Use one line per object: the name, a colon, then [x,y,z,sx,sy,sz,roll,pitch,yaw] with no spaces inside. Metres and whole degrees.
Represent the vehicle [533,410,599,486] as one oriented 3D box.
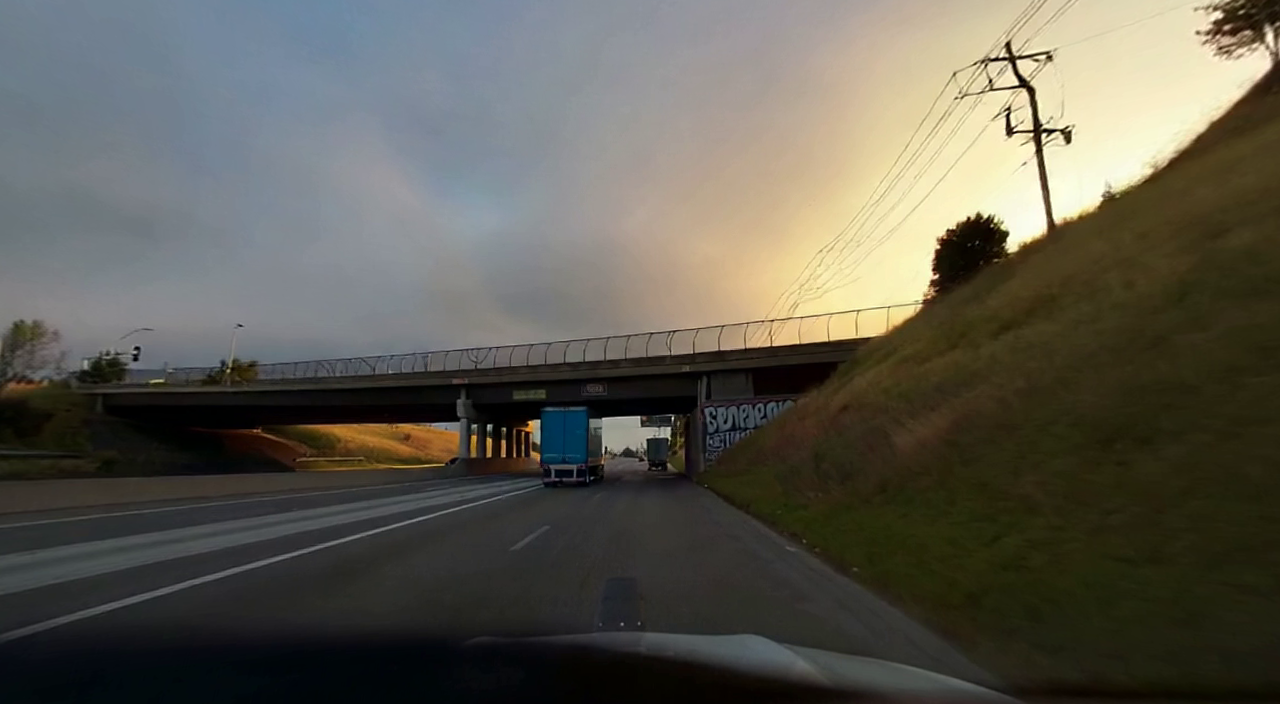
vehicle: [-4.242,5.801,38.192,2.955,4.022,8.842,0,-9,0]
